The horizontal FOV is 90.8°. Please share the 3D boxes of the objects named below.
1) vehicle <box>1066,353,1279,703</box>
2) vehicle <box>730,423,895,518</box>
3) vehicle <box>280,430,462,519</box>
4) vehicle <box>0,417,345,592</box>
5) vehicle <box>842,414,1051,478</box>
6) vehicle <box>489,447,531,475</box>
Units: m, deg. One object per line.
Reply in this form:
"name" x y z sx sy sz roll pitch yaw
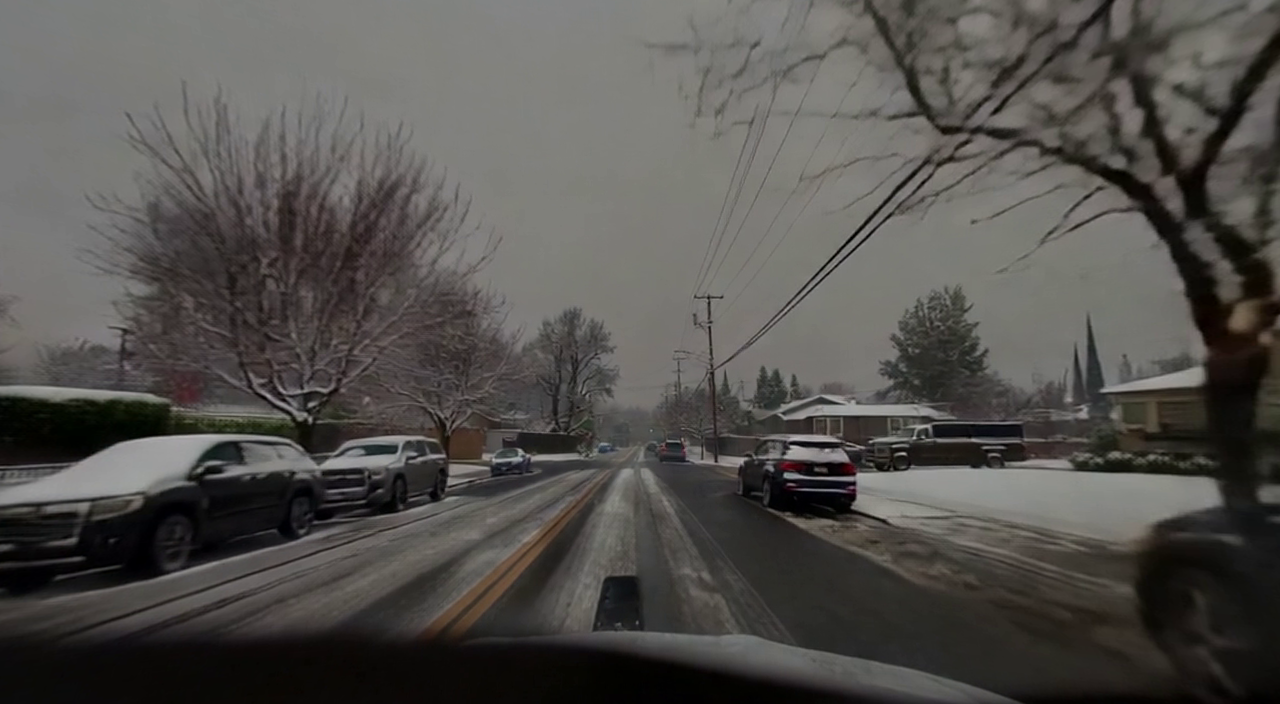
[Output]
"vehicle" 3.742 0.749 1.874 1.889 1.736 4.185 0 -9 -2
"vehicle" 3.635 2.665 14.672 2.178 1.757 5.495 0 -9 -1
"vehicle" -6.308 2.949 15.709 2.158 1.817 5.230 0 -9 0
"vehicle" -6.291 1.940 8.907 2.031 1.799 4.587 0 -9 0
"vehicle" 17.032 5.289 35.390 10.500 3.344 2.906 1 -9 -8
"vehicle" -7.210 6.084 35.354 1.997 1.456 4.319 1 -9 -8
